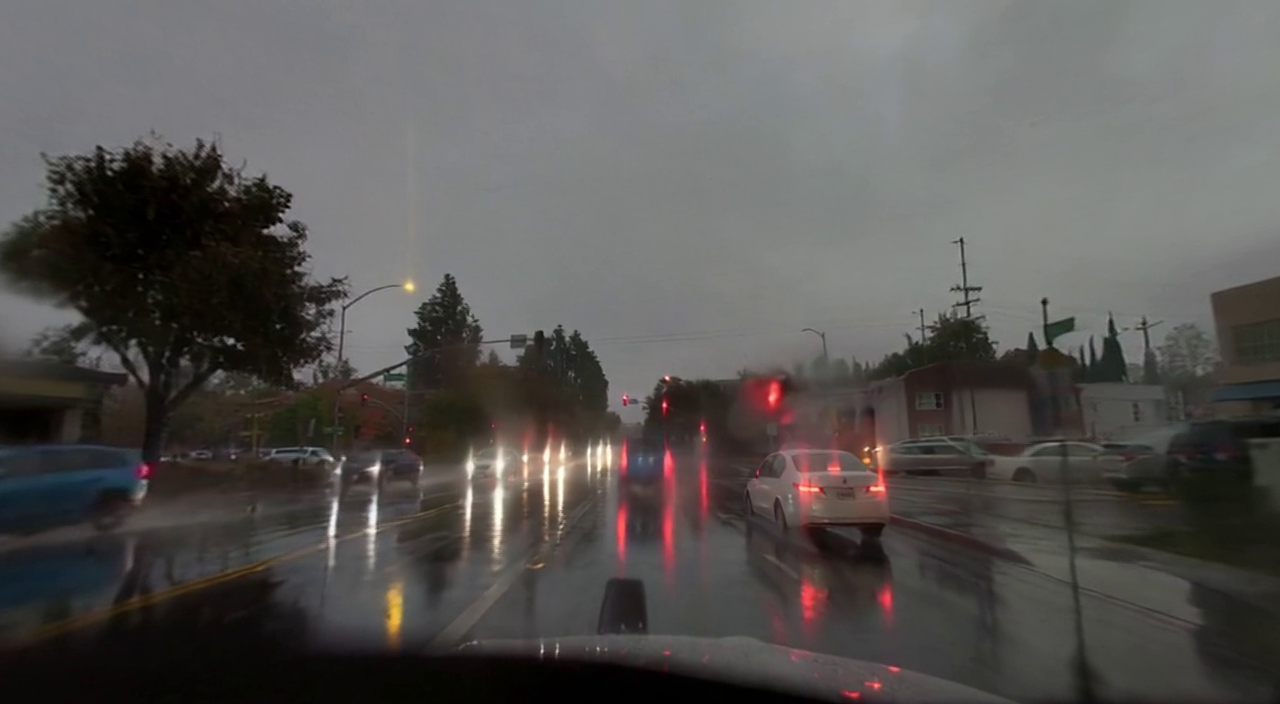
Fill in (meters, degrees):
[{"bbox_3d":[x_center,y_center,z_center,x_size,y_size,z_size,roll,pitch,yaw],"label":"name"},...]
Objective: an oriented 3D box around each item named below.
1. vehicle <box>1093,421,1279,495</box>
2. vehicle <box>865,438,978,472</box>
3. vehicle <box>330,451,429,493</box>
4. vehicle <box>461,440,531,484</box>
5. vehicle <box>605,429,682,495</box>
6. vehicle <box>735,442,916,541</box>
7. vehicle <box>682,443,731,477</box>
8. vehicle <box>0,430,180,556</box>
[{"bbox_3d":[13.685,2.447,14.672,4.648,1.583,2.018,0,-9,-3],"label":"vehicle"},{"bbox_3d":[13.675,5.024,30.745,4.507,1.610,2.045,0,-9,0],"label":"vehicle"},{"bbox_3d":[-10.007,4.615,24.557,1.962,1.458,4.505,0,-8,0],"label":"vehicle"},{"bbox_3d":[-6.416,4.944,28.526,2.092,1.802,4.270,0,-8,1],"label":"vehicle"},{"bbox_3d":[0.093,3.610,20.917,2.296,1.947,4.168,0,-8,0],"label":"vehicle"},{"bbox_3d":[3.154,2.455,11.790,1.900,1.478,4.425,0,-8,-2],"label":"vehicle"},{"bbox_3d":[3.584,5.908,34.592,2.138,1.729,4.178,0,-8,-1],"label":"vehicle"},{"bbox_3d":[-10.172,2.159,9.930,2.161,1.764,4.725,0,-8,0],"label":"vehicle"}]
